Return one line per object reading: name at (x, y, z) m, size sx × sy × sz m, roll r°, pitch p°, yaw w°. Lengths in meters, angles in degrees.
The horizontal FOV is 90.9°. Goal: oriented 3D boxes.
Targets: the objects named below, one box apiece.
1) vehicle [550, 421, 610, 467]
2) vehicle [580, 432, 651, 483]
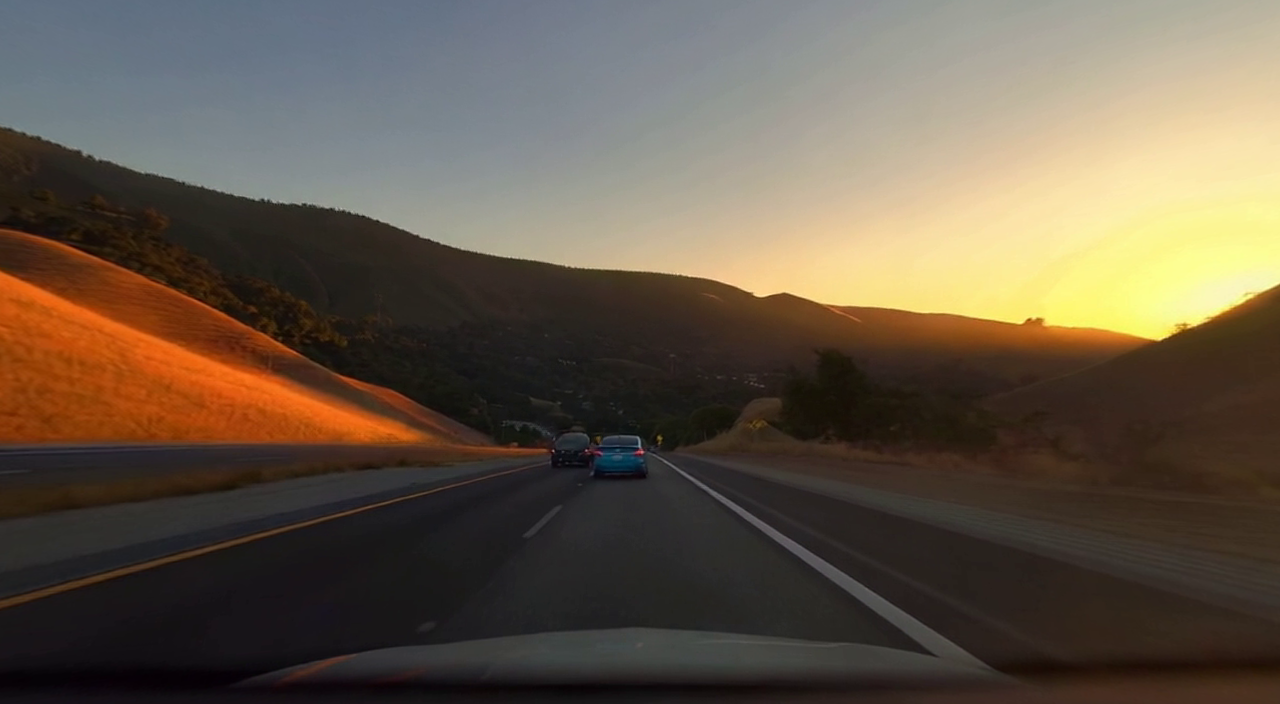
vehicle at (-2.996, 4.793, 32.876) m, size 2.444 × 2.204 × 5.568 m, roll 0°, pitch -9°, yaw 1°
vehicle at (-0.686, 3.484, 21.075) m, size 2.097 × 1.511 × 4.585 m, roll 0°, pitch -8°, yaw 1°
